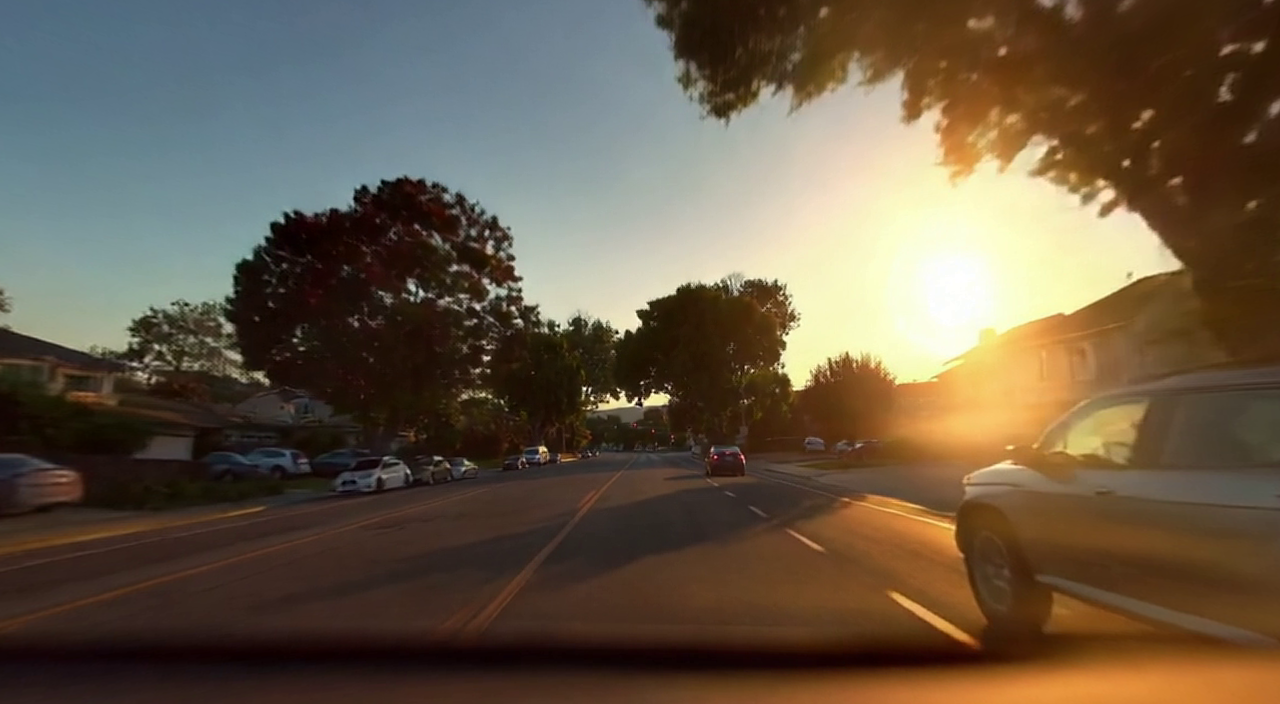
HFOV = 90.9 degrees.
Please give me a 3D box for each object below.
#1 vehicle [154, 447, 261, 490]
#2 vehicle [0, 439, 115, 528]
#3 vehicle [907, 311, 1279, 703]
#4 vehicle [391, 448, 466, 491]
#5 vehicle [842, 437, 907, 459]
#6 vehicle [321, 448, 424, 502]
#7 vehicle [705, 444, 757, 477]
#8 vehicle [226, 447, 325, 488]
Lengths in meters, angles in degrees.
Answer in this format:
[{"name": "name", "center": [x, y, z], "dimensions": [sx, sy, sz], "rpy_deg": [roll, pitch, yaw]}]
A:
[{"name": "vehicle", "center": [-20.160, 5.421, 29.626], "dimensions": [1.918, 1.767, 4.063], "rpy_deg": [-3, -9, 4]}, {"name": "vehicle", "center": [-16.652, 3.138, 15.319], "dimensions": [5.615, 1.953, 2.359], "rpy_deg": [-1, -9, 1]}, {"name": "vehicle", "center": [4.036, 0.901, 3.586], "dimensions": [2.497, 1.889, 5.833], "rpy_deg": [0, -9, 0]}, {"name": "vehicle", "center": [-10.328, 5.733, 31.125], "dimensions": [2.231, 1.736, 4.630], "rpy_deg": [-5, -9, -2]}, {"name": "vehicle", "center": [17.935, 7.383, 48.282], "dimensions": [4.065, 1.557, 2.107], "rpy_deg": [0, -9, -1]}, {"name": "vehicle", "center": [-10.479, 4.788, 25.094], "dimensions": [2.083, 1.791, 4.585], "rpy_deg": [-4, -9, 0]}, {"name": "vehicle", "center": [4.476, 5.374, 31.556], "dimensions": [1.956, 1.492, 4.425], "rpy_deg": [-1, -9, 1]}, {"name": "vehicle", "center": [-17.352, 5.476, 30.293], "dimensions": [1.914, 1.792, 4.470], "rpy_deg": [-1, -9, 3]}]
